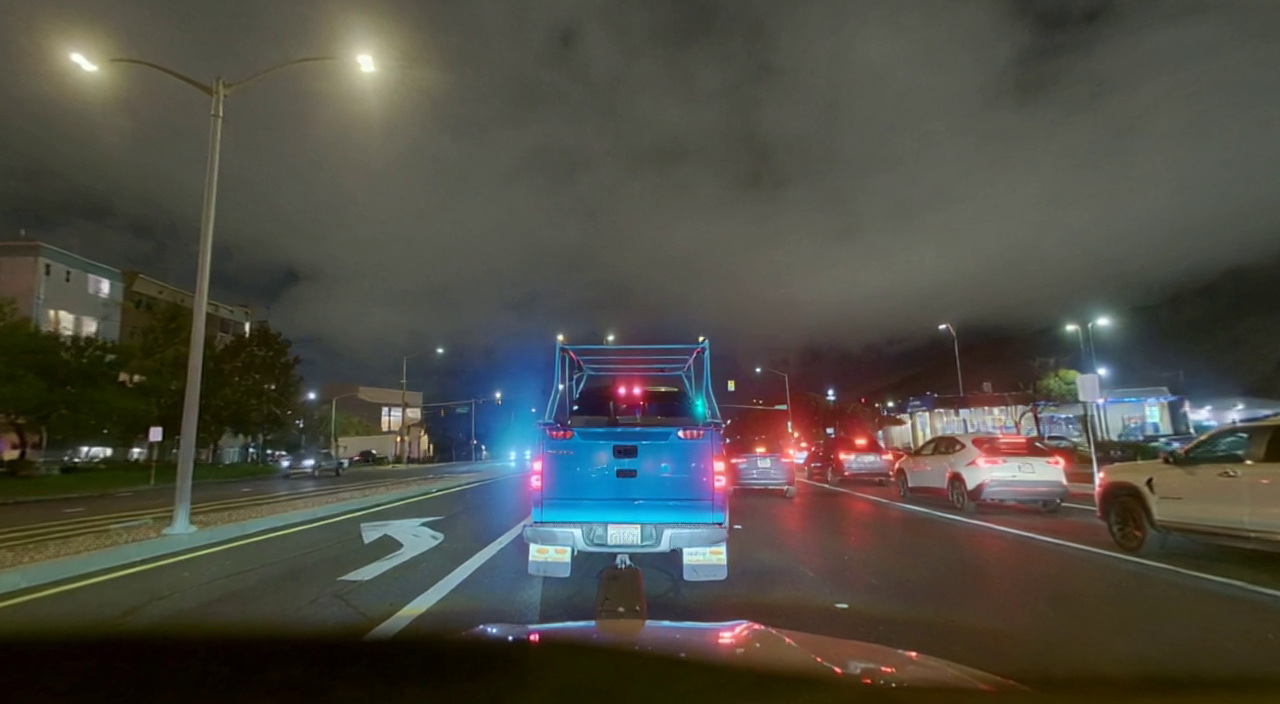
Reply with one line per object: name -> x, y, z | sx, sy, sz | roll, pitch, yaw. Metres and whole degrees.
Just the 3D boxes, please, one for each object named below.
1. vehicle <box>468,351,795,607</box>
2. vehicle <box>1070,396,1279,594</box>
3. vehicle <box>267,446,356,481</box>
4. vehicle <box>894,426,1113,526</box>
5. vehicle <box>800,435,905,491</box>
vehicle -> -0.117, 1.463, 8.161 | 2.682, 2.117, 5.706 | 0, -9, -1
vehicle -> 6.818, 1.362, 6.164 | 2.023, 1.771, 4.488 | 0, -9, 0
vehicle -> -19.486, 6.592, 37.874 | 2.205, 1.916, 5.771 | 0, -9, 0
vehicle -> 7.070, 2.438, 12.968 | 1.931, 1.692, 4.267 | 0, -9, 0
vehicle -> 7.071, 3.736, 21.603 | 1.953, 1.665, 4.327 | 0, -9, -2
